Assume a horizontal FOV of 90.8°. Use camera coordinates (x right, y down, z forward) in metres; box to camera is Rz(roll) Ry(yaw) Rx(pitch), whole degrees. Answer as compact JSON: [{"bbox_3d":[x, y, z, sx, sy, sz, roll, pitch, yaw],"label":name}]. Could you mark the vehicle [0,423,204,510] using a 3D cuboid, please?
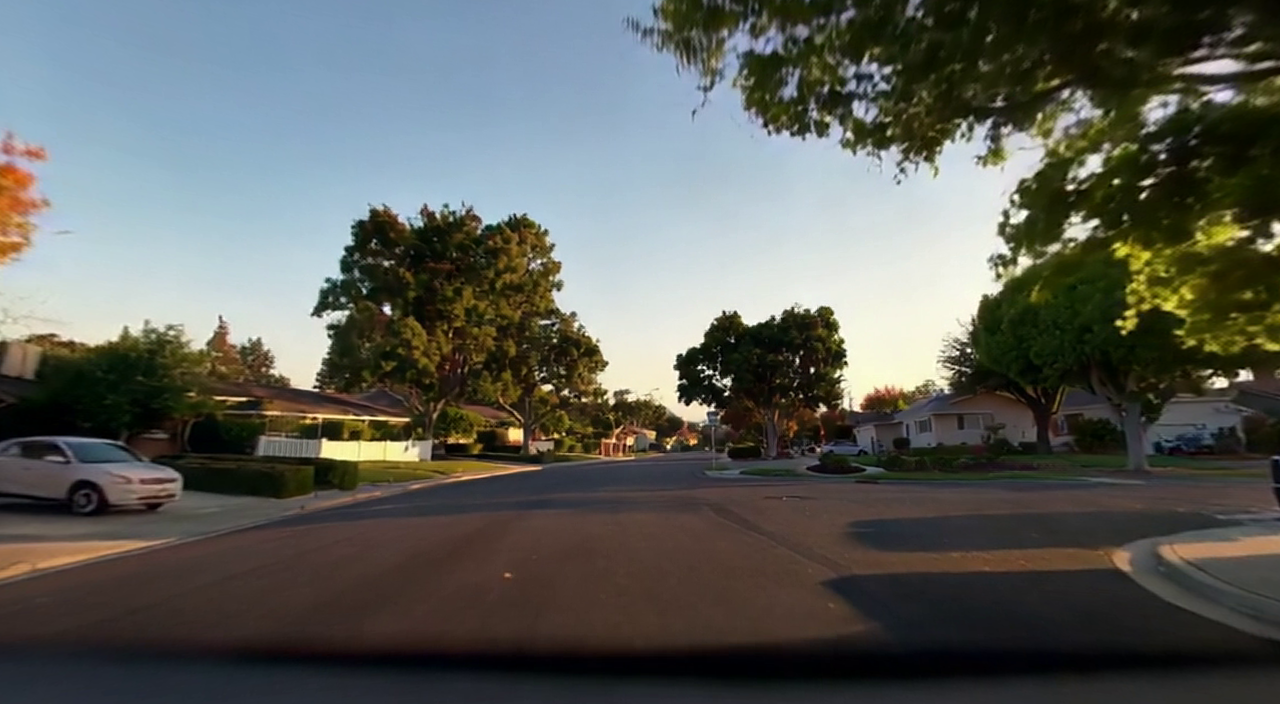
[{"bbox_3d":[-12.703,2.431,13.782,4.790,1.627,2.112,1,-5,-1],"label":"vehicle"}]
